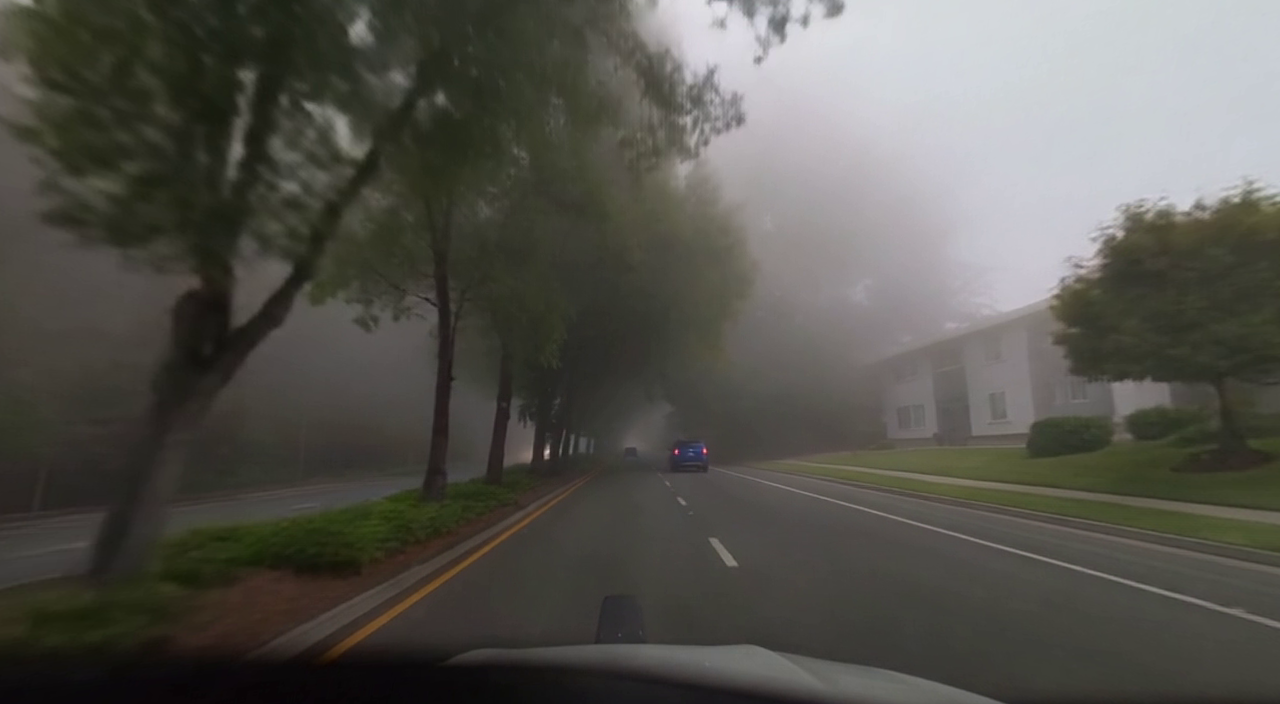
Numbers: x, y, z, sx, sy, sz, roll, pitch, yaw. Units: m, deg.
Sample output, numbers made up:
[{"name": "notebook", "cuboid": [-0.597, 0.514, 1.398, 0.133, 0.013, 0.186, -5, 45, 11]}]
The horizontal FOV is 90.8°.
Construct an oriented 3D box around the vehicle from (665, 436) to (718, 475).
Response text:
[{"name": "vehicle", "cuboid": [2.429, 5.040, 30.954, 2.164, 1.725, 4.285, 0, -9, -1]}]
